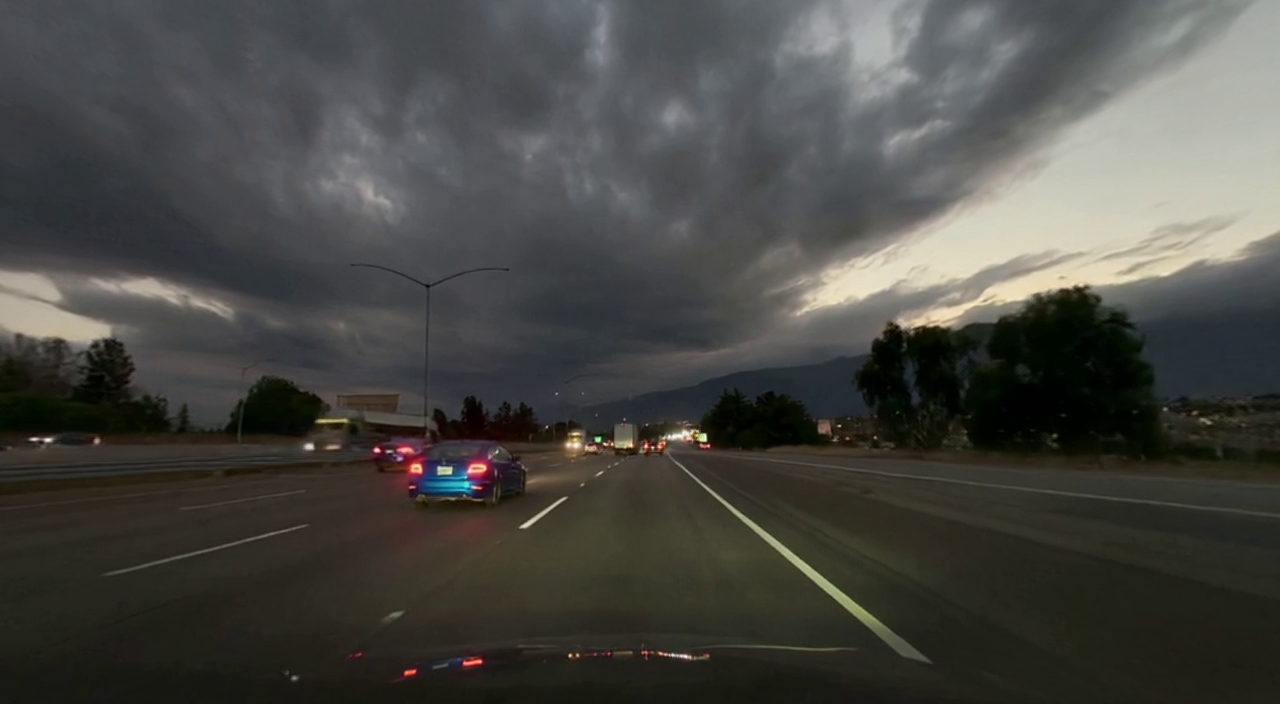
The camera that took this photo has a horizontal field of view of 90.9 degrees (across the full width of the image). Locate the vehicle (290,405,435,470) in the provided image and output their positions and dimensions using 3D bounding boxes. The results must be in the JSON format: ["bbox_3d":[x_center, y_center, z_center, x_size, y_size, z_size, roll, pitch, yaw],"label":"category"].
[{"bbox_3d":[-17.567,5.719,41.790,2.945,3.489,14.127,-1,-8,2],"label":"vehicle"}]

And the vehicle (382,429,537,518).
[{"bbox_3d":[-3.431,2.374,12.776,1.953,1.511,3.704,-1,-8,2],"label":"vehicle"}]
